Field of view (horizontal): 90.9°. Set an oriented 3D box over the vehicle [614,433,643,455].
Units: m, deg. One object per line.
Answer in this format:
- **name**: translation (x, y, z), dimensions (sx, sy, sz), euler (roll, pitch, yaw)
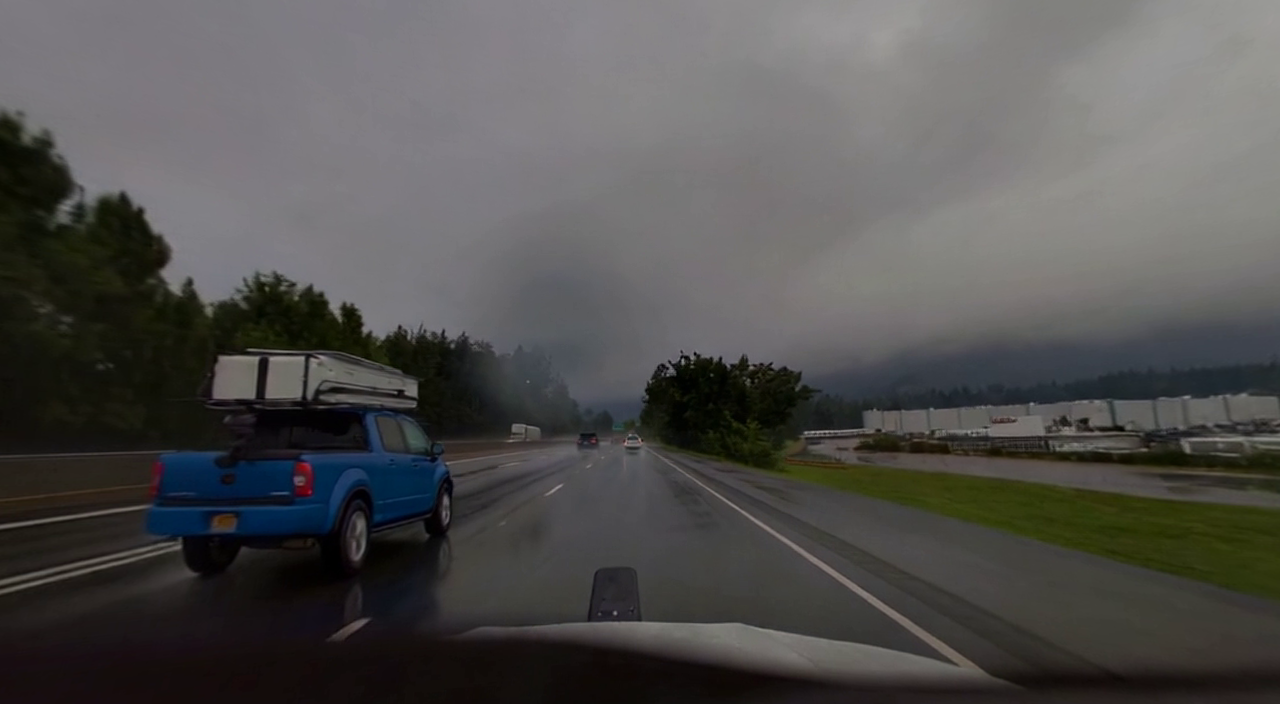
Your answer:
- **vehicle**: translation (-0.855, 7.140, 49.036), dimensions (2.151, 1.618, 3.898), euler (0, -8, -1)
